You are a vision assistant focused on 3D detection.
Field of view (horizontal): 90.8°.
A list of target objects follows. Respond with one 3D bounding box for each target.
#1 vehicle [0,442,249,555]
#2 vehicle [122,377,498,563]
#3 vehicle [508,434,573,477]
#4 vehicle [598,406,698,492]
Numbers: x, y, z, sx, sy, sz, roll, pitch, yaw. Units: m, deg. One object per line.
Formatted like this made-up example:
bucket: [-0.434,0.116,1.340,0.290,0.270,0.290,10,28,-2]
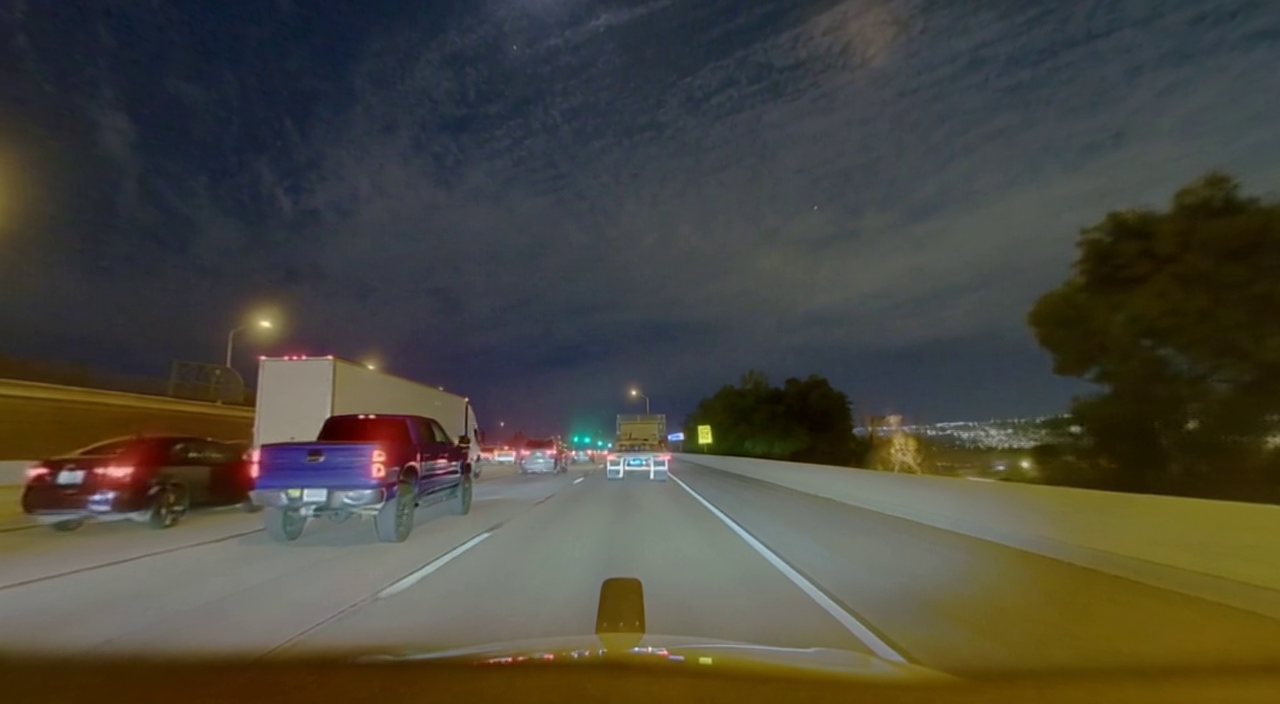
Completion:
vehicle: [-8.568,2.177,10.138,1.893,1.409,4.154,0,-9,1]
vehicle: [-4.148,1.683,9.626,2.575,1.958,5.730,0,-9,1]
vehicle: [-4.664,4.961,30.486,2.329,1.859,4.823,0,-9,0]
vehicle: [0.129,3.398,22.283,2.886,2.471,7.692,0,-9,-1]
